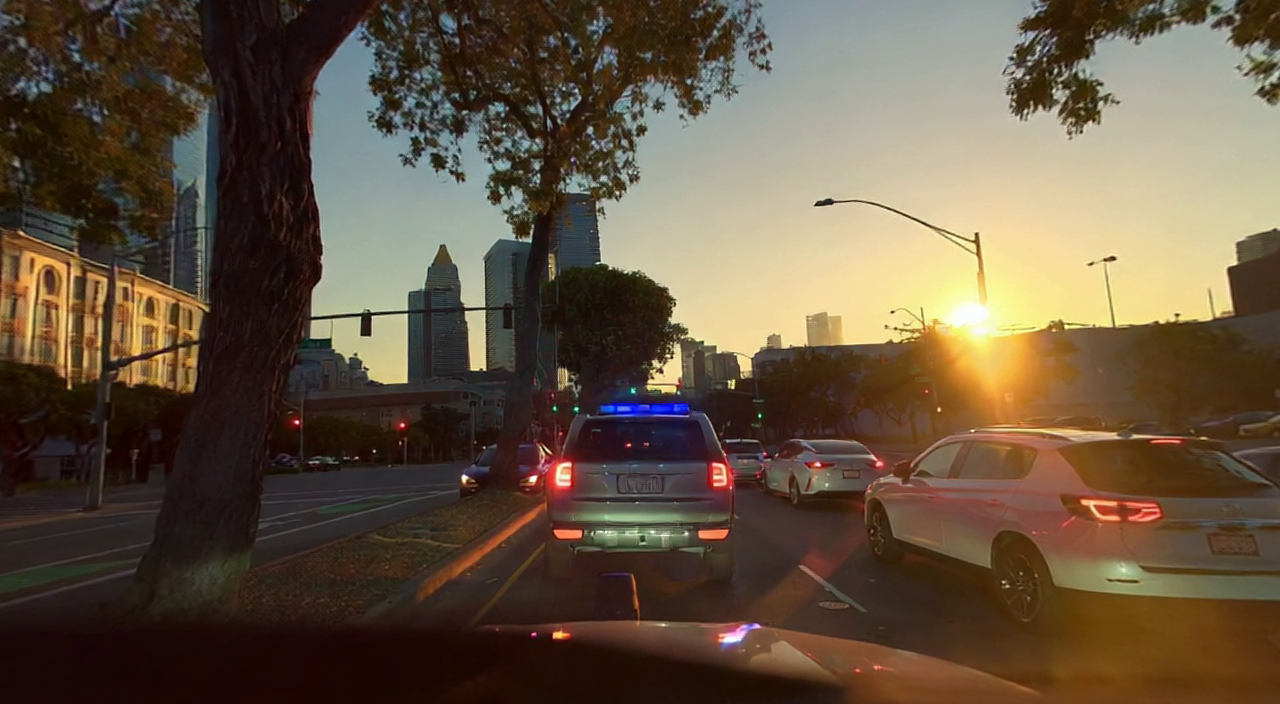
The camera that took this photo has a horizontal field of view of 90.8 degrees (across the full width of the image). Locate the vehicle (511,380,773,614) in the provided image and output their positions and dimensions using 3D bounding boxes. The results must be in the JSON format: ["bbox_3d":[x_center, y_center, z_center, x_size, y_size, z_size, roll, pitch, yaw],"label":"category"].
[{"bbox_3d":[-0.039,1.461,7.277,2.038,1.819,4.505,0,-8,-1],"label":"vehicle"}]

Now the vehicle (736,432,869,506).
[{"bbox_3d":[3.642,2.706,15.057,1.940,1.474,4.234,0,-8,-1],"label":"vehicle"}]

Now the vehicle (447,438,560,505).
[{"bbox_3d":[-3.313,2.984,16.208,1.913,1.464,4.276,0,-8,0],"label":"vehicle"}]

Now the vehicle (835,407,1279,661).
[{"bbox_3d":[3.636,1.408,6.071,1.995,1.483,4.533,0,-8,-1],"label":"vehicle"}]
